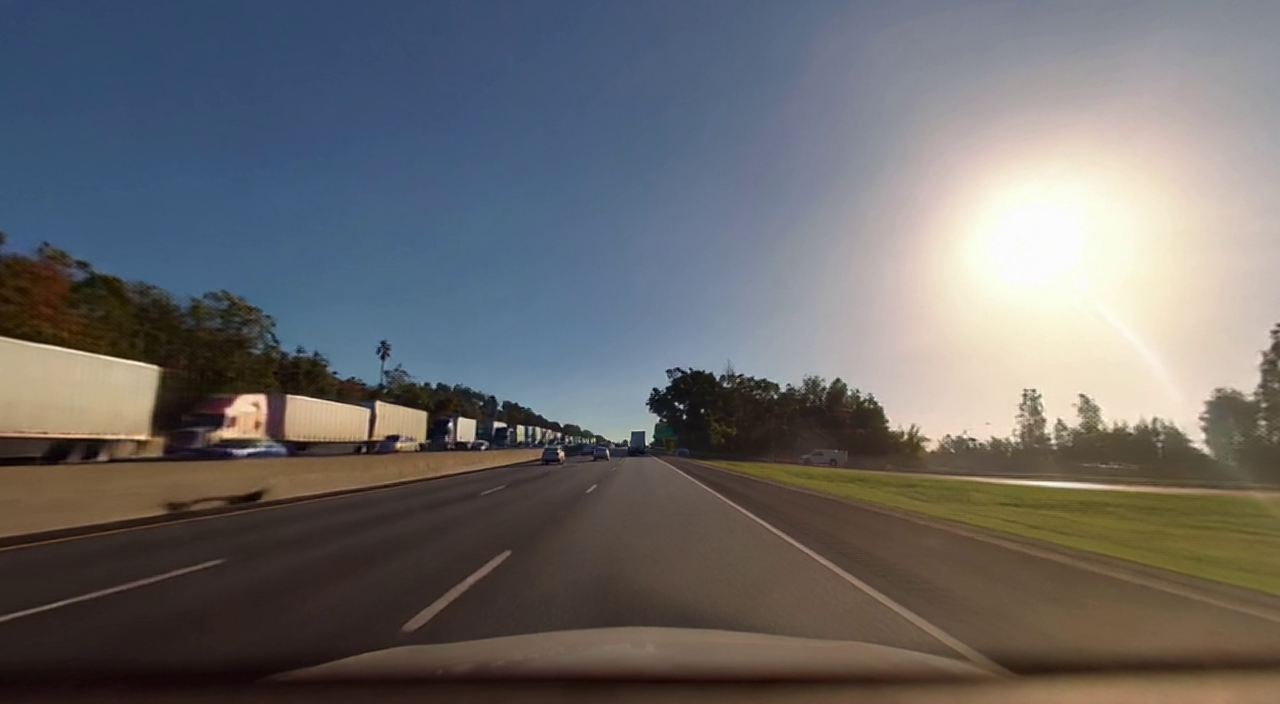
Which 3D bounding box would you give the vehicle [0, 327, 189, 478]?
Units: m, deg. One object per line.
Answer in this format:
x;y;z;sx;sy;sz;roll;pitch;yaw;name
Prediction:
-18.497;1.298;16.404;2.834;3.974;14.371;0;-9;0;vehicle

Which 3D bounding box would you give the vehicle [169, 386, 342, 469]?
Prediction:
-18.737;3.974;31.781;2.774;3.524;9.153;-1;-9;1;vehicle

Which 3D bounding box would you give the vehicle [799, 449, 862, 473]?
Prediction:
14.658;8.434;48.675;2.080;1.725;4.252;8;-12;-34;vehicle

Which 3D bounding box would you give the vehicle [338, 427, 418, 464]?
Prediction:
-13.988;5.062;34.057;2.133;1.816;5.142;0;-9;-1;vehicle

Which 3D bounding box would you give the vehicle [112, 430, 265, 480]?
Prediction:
-14.310;3.303;20.325;1.841;1.428;4.119;0;-9;0;vehicle

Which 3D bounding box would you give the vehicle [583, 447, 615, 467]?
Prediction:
-3.079;8.047;48.217;2.076;1.453;4.094;0;-9;1;vehicle
